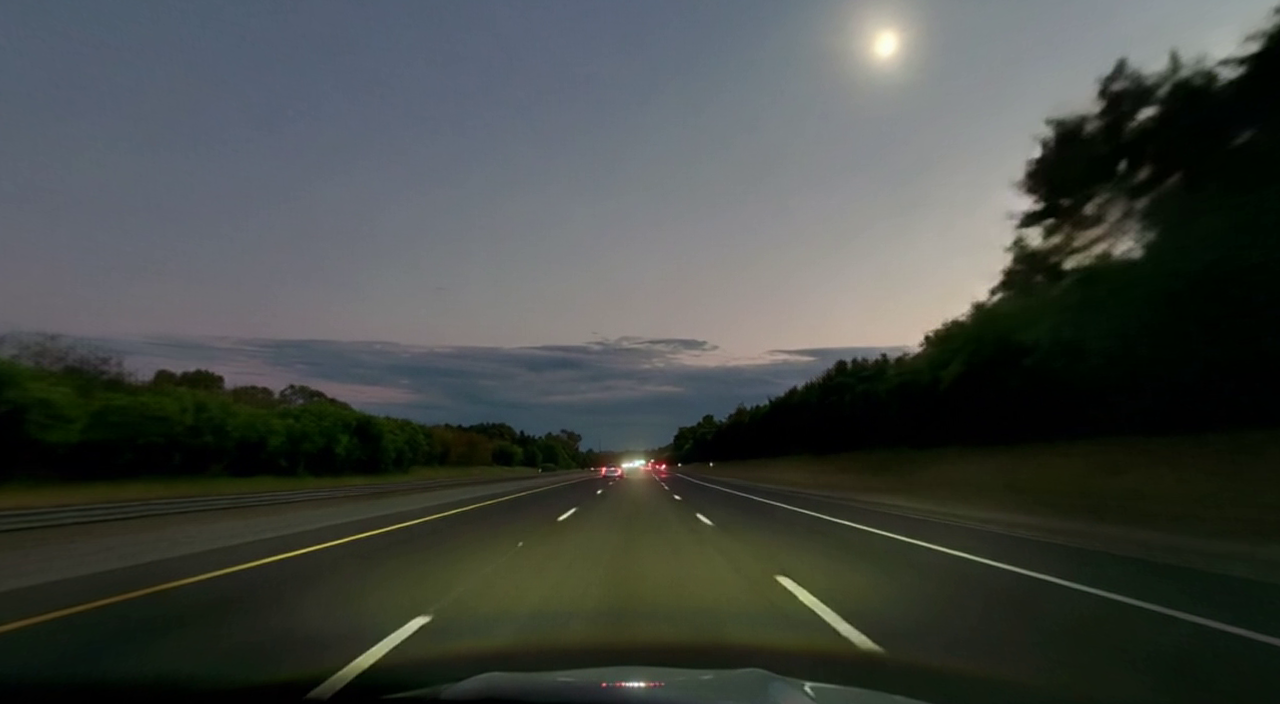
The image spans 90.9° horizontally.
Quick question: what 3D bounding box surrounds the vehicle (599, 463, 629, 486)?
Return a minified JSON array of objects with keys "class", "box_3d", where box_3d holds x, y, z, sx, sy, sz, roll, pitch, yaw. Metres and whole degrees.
[{"class":"vehicle","box_3d":[-1.876,9.040,46.699,1.900,1.550,4.146,1,-10,2]}]
